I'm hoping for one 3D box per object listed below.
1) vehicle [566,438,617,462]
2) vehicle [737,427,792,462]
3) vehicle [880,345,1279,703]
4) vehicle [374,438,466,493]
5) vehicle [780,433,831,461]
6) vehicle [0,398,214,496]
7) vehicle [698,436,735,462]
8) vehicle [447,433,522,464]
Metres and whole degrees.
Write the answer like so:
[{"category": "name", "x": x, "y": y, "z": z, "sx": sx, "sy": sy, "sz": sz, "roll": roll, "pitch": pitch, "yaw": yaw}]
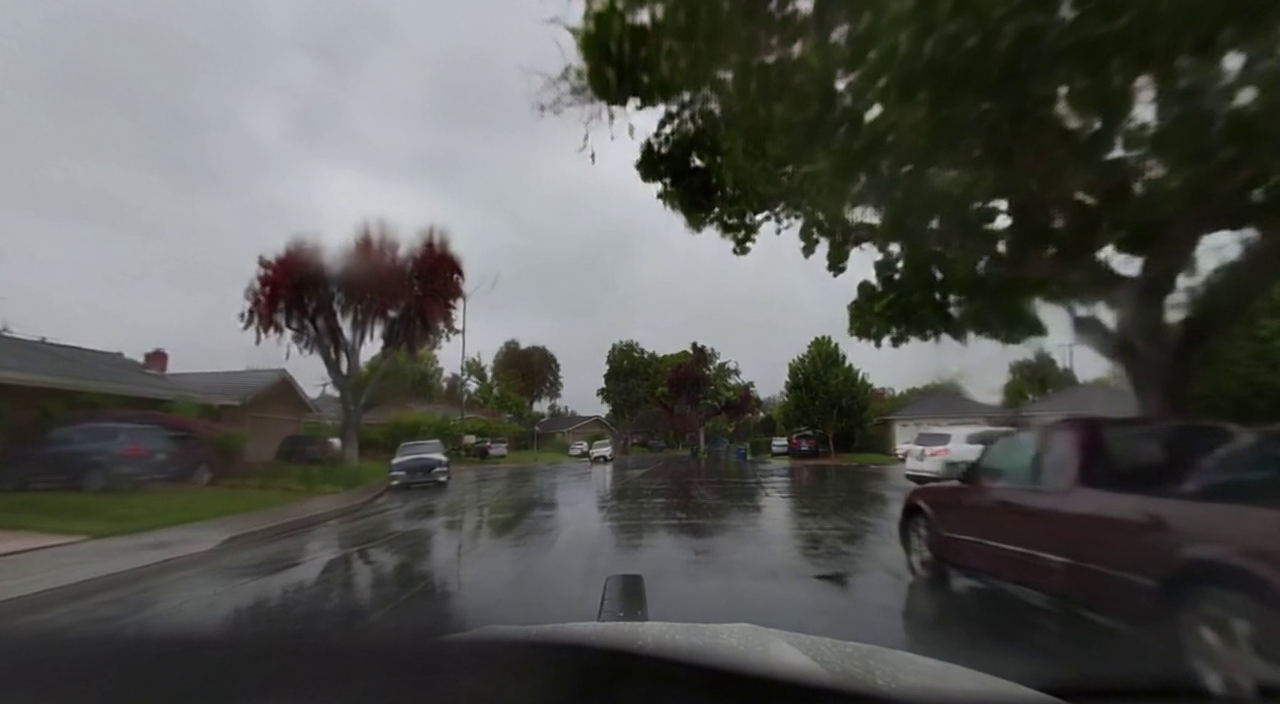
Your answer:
[{"category": "vehicle", "x": -3.294, "y": 6.508, "z": 42.145, "sx": 1.932, "sy": 1.518, "sz": 4.343, "roll": 4, "pitch": -9, "yaw": -26}, {"category": "vehicle", "x": 7.843, "y": 5.918, "z": 40.397, "sx": 2.455, "sy": 2.018, "sz": 5.271, "roll": 0, "pitch": -8, "yaw": 0}, {"category": "vehicle", "x": 3.898, "y": 1.144, "z": 4.509, "sx": 2.235, "sy": 1.829, "sz": 5.194, "roll": 0, "pitch": -8, "yaw": -1}, {"category": "vehicle", "x": -6.957, "y": 3.448, "z": 19.623, "sx": 2.236, "sy": 1.459, "sz": 4.832, "roll": 3, "pitch": -9, "yaw": -24}, {"category": "vehicle", "x": 10.679, "y": 6.171, "z": 41.145, "sx": 2.160, "sy": 1.695, "sz": 4.183, "roll": 0, "pitch": -8, "yaw": 0}, {"category": "vehicle", "x": -11.708, "y": 1.895, "z": 12.611, "sx": 4.886, "sy": 1.758, "sz": 2.055, "roll": 0, "pitch": -8, "yaw": 1}, {"category": "vehicle", "x": 4.855, "y": 6.229, "z": 40.604, "sx": 1.833, "sy": 1.540, "sz": 3.532, "roll": 0, "pitch": -8, "yaw": -1}, {"category": "vehicle", "x": -9.852, "y": 6.062, "z": 39.775, "sx": 2.305, "sy": 1.824, "sz": 5.096, "roll": 8, "pitch": -12, "yaw": -43}]
